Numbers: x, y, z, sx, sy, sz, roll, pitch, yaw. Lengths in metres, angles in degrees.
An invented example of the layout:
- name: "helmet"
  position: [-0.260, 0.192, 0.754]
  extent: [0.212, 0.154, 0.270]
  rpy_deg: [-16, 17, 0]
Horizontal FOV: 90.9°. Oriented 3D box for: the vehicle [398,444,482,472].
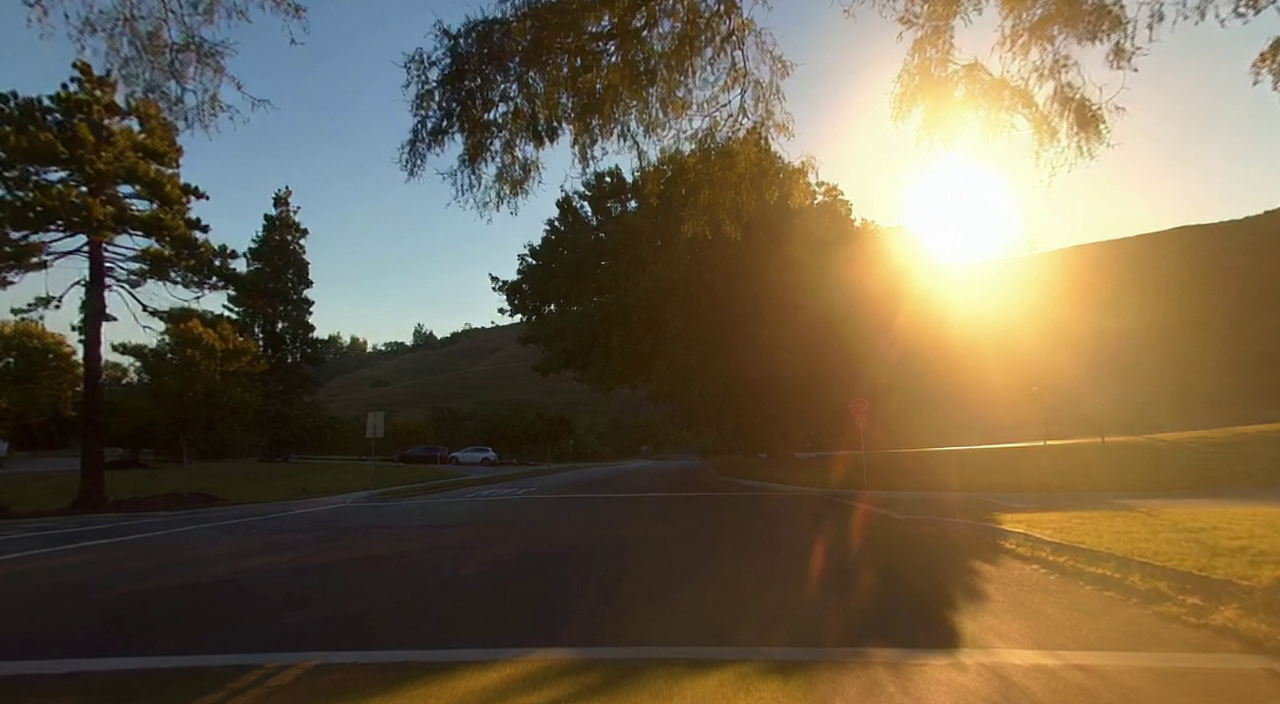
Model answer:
- name: "vehicle"
  position: [-12.669, 6.726, 40.070]
  extent: [4.590, 1.735, 1.973]
  rpy_deg: [-1, -8, 3]
